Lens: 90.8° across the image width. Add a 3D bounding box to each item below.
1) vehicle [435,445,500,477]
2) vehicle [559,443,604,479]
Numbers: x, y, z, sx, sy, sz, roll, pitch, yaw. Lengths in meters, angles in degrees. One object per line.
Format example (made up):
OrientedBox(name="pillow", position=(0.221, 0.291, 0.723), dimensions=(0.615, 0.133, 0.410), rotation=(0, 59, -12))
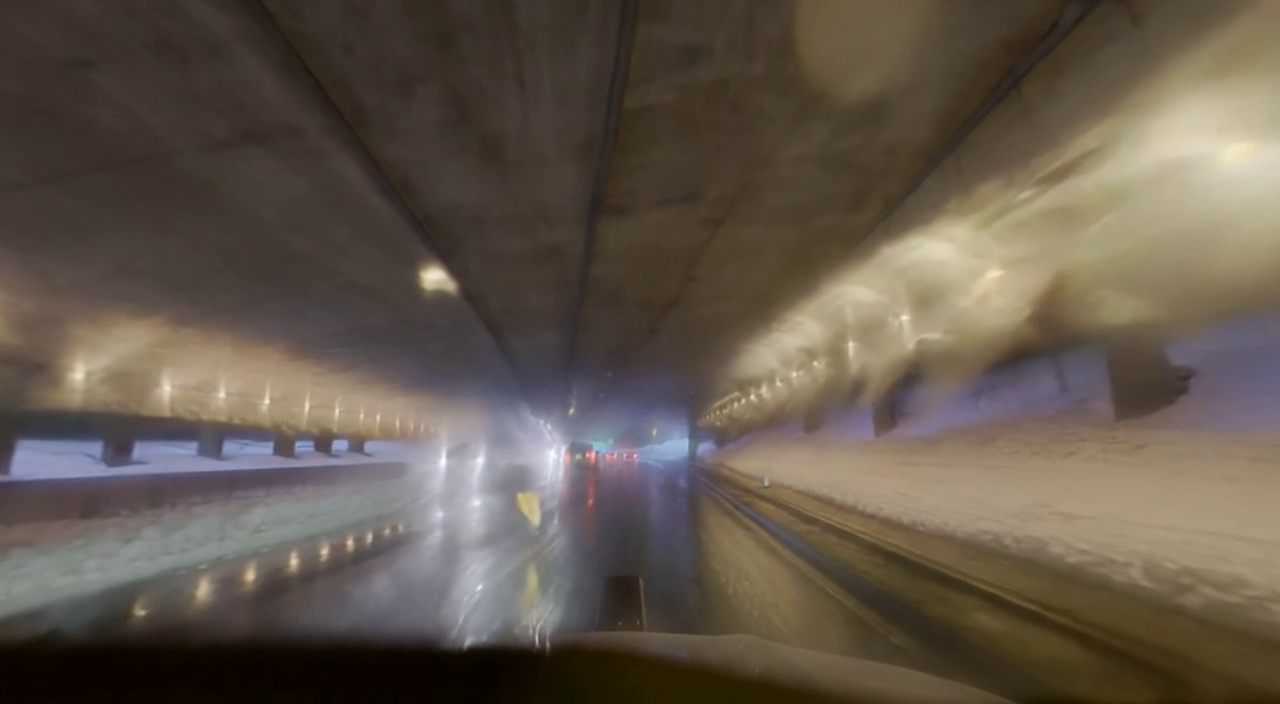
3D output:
OrientedBox(name="vehicle", position=(-8.323, 5.328, 30.962), dimensions=(1.963, 1.414, 4.567), rotation=(0, -9, -1))
OrientedBox(name="vehicle", position=(-3.015, 5.760, 33.542), dimensions=(1.961, 1.725, 4.315), rotation=(0, -9, 0))
